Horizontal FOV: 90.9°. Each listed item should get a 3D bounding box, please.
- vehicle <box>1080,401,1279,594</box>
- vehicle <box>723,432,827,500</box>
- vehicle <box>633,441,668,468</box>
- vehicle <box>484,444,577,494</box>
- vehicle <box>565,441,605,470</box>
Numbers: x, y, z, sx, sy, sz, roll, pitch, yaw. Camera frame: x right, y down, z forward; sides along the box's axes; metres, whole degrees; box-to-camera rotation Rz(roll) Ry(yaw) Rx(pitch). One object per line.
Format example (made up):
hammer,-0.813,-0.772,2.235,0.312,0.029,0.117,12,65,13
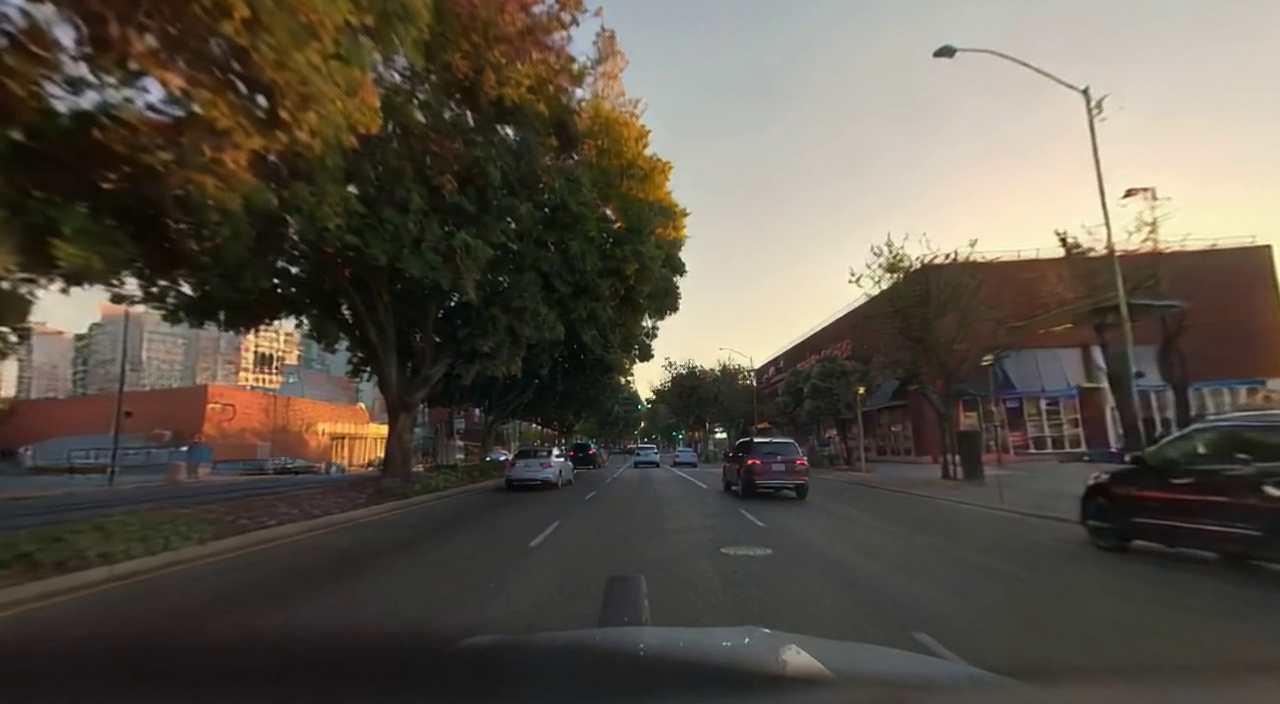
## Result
vehicle,7.078,1.371,5.831,2.189,1.783,5.122,1,-8,-2
vehicle,3.745,3.250,18.426,1.980,1.709,4.813,0,-8,0
vehicle,0.676,6.716,41.654,2.192,1.674,4.124,0,-8,0
vehicle,-3.276,3.590,19.811,2.013,1.354,4.393,0,-8,2
vehicle,-3.291,6.279,38.496,1.988,1.645,3.995,0,-8,1
